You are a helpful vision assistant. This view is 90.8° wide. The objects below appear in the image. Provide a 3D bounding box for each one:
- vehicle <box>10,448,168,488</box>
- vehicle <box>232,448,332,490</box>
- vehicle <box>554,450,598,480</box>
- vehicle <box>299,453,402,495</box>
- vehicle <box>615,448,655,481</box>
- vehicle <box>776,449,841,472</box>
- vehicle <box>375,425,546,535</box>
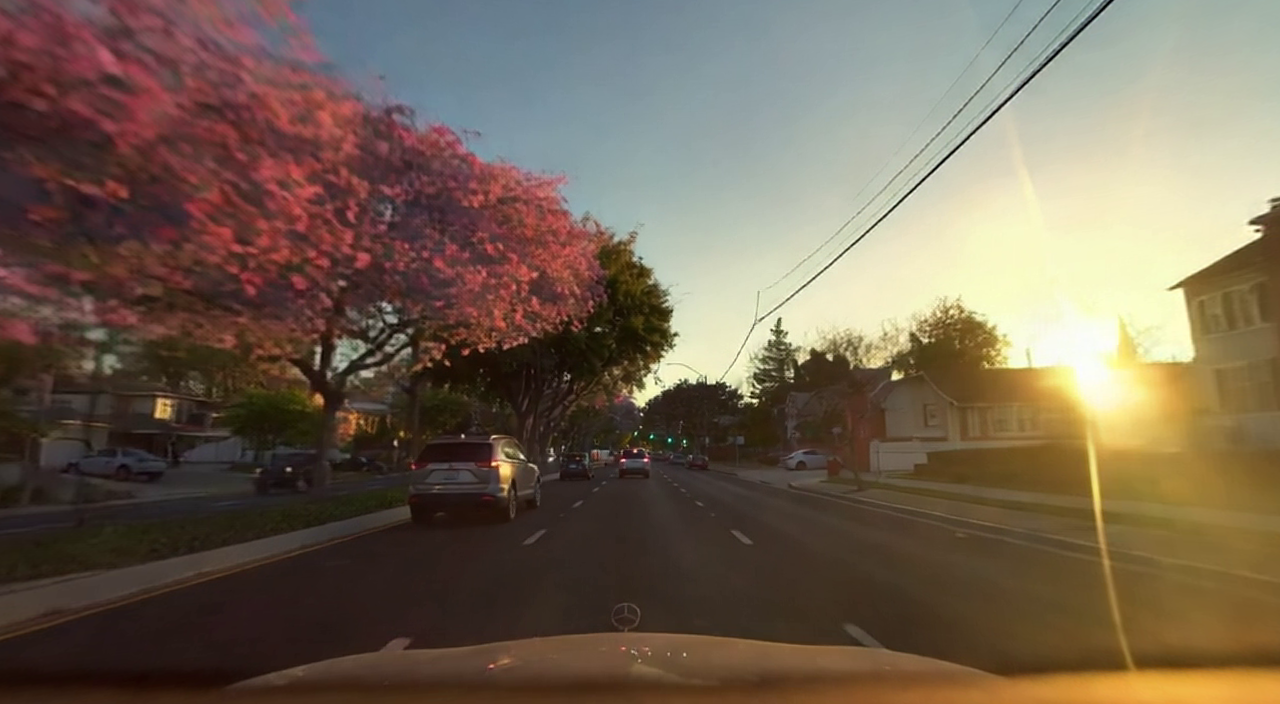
[{"bbox_3d":[-28.881,6.053,33.390,5.692,1.926,2.274,3,-9,-18],"label":"vehicle"},{"bbox_3d":[-18.892,6.178,33.728,2.190,1.996,5.402,0,-8,0],"label":"vehicle"},{"bbox_3d":[-3.633,6.509,36.705,2.066,1.565,3.905,0,-8,1],"label":"vehicle"},{"bbox_3d":[-11.596,4.906,25.722,1.979,1.483,4.671,-1,-10,0],"label":"vehicle"},{"bbox_3d":[-0.234,5.960,33.706,1.997,1.636,3.760,0,-8,0],"label":"vehicle"},{"bbox_3d":[12.693,8.182,47.725,4.482,1.678,1.890,-1,-8,7],"label":"vehicle"},{"bbox_3d":[-3.551,2.630,13.684,2.161,1.919,4.798,0,-8,2],"label":"vehicle"}]
